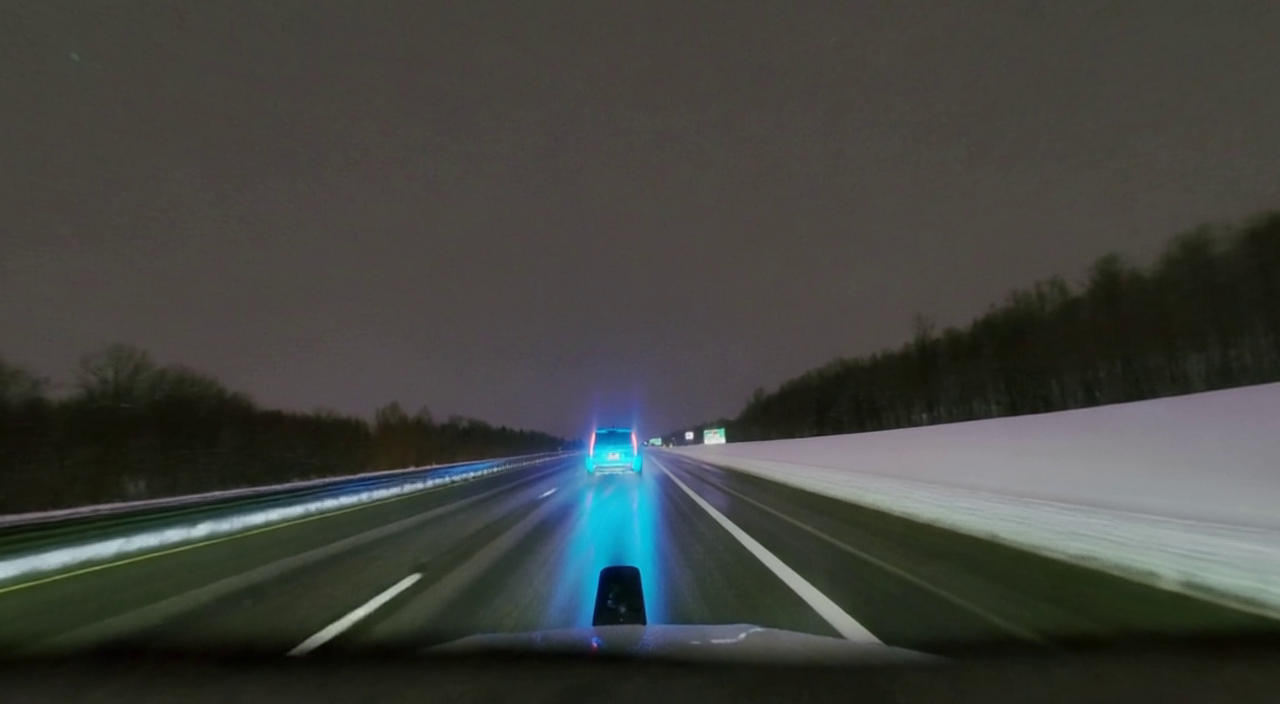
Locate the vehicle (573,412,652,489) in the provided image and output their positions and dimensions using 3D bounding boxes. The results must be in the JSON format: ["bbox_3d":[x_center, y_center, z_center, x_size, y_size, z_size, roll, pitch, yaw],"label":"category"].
[{"bbox_3d":[-0.832,3.157,20.386,2.248,2.154,4.892,0,-8,-1],"label":"vehicle"}]
